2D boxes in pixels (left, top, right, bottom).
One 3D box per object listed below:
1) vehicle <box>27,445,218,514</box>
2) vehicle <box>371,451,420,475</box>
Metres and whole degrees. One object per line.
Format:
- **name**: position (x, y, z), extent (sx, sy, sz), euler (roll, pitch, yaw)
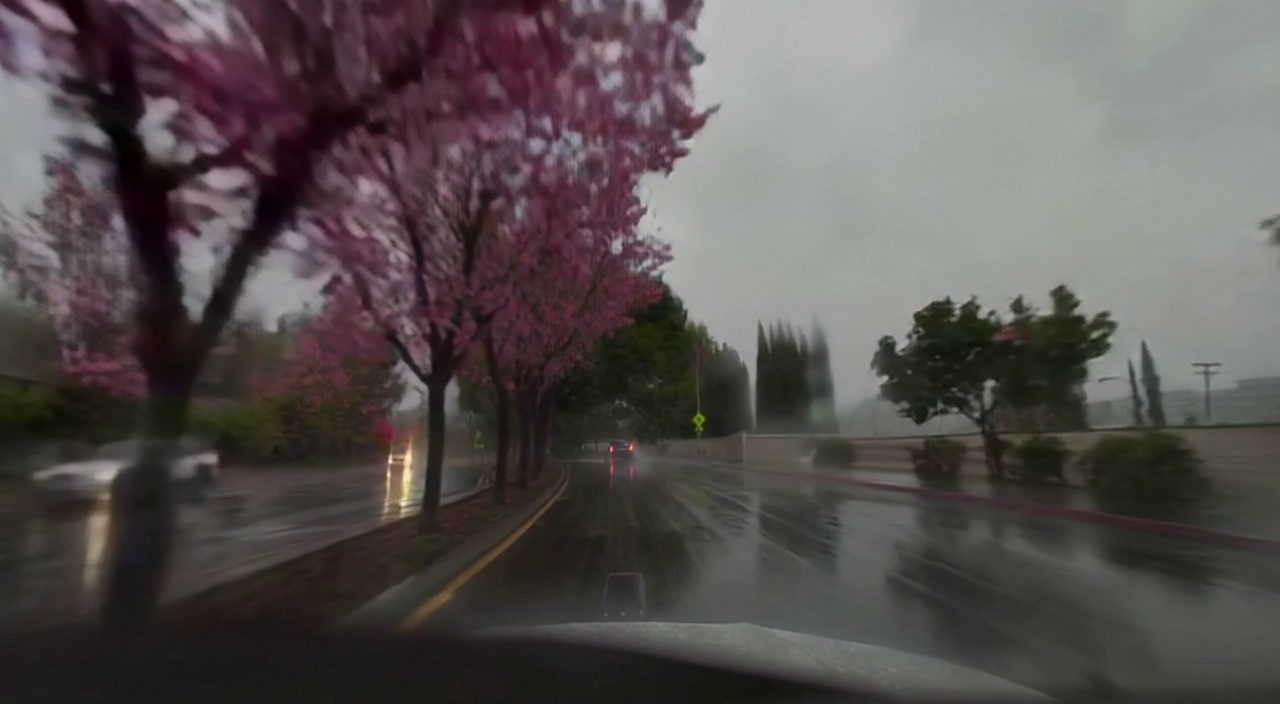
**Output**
- **vehicle**: position (-14.371, 3.507, 17.848), extent (1.985, 1.705, 4.209), euler (0, -9, -4)
- **vehicle**: position (-17.260, 7.806, 44.512), extent (2.046, 1.523, 4.802), euler (1, -9, -7)
